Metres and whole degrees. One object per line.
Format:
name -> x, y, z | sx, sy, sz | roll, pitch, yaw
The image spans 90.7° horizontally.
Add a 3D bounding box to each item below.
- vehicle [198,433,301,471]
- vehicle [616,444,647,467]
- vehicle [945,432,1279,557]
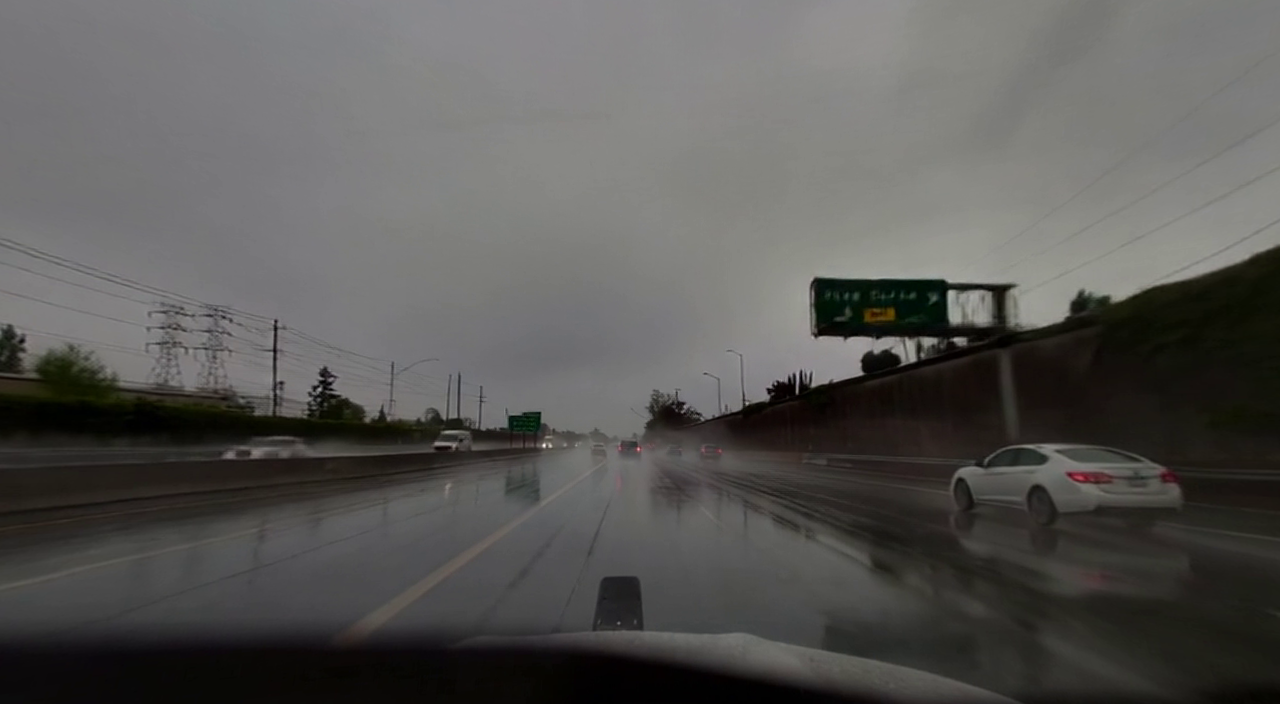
vehicle -> -20.335, 5.238, 33.282 | 2.213, 1.823, 5.049 | 0, -8, 0
vehicle -> -0.621, 7.165, 44.016 | 2.109, 1.489, 4.027 | 0, -8, -2
vehicle -> 6.637, 1.983, 9.568 | 1.876, 1.451, 4.154 | 0, -8, -2
